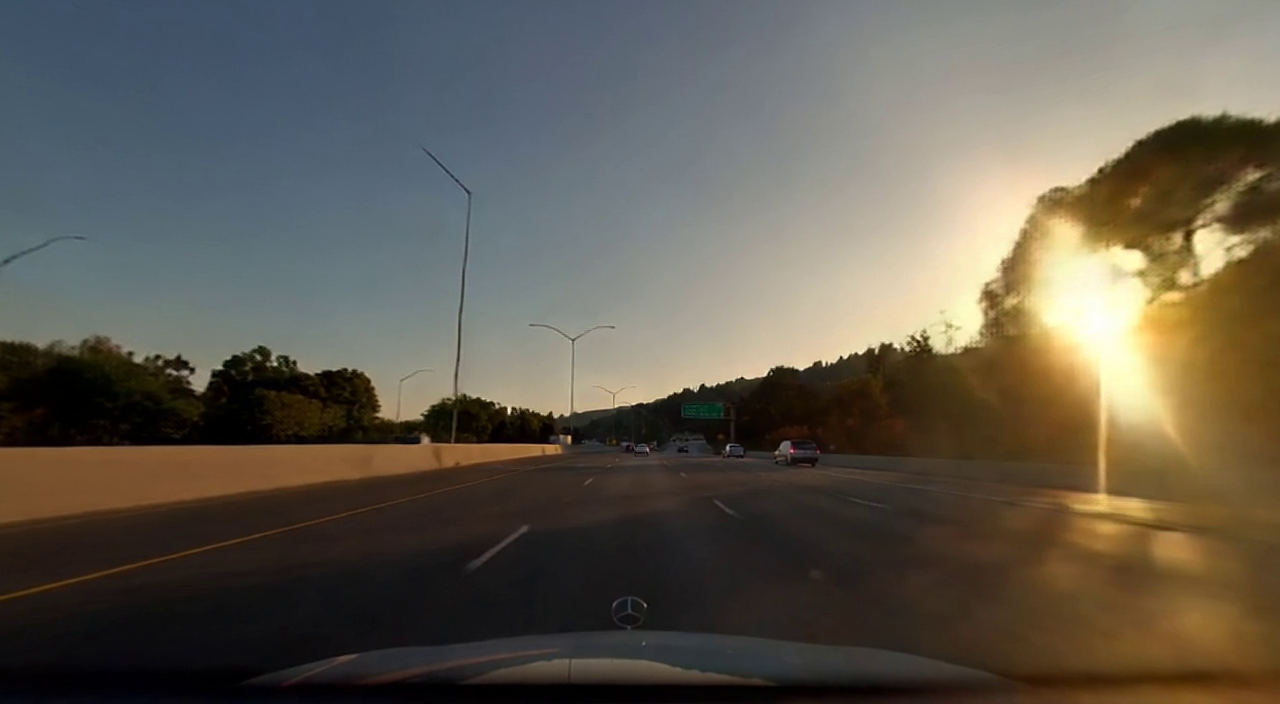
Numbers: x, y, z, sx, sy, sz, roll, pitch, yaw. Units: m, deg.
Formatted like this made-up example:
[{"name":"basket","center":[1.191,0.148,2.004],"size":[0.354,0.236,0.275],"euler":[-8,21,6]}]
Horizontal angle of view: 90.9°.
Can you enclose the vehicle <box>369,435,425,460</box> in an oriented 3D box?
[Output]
[{"name":"vehicle","center":[-18.396,7.265,48.019],"size":[2.174,1.723,5.143],"euler":[0,-8,0]}]
